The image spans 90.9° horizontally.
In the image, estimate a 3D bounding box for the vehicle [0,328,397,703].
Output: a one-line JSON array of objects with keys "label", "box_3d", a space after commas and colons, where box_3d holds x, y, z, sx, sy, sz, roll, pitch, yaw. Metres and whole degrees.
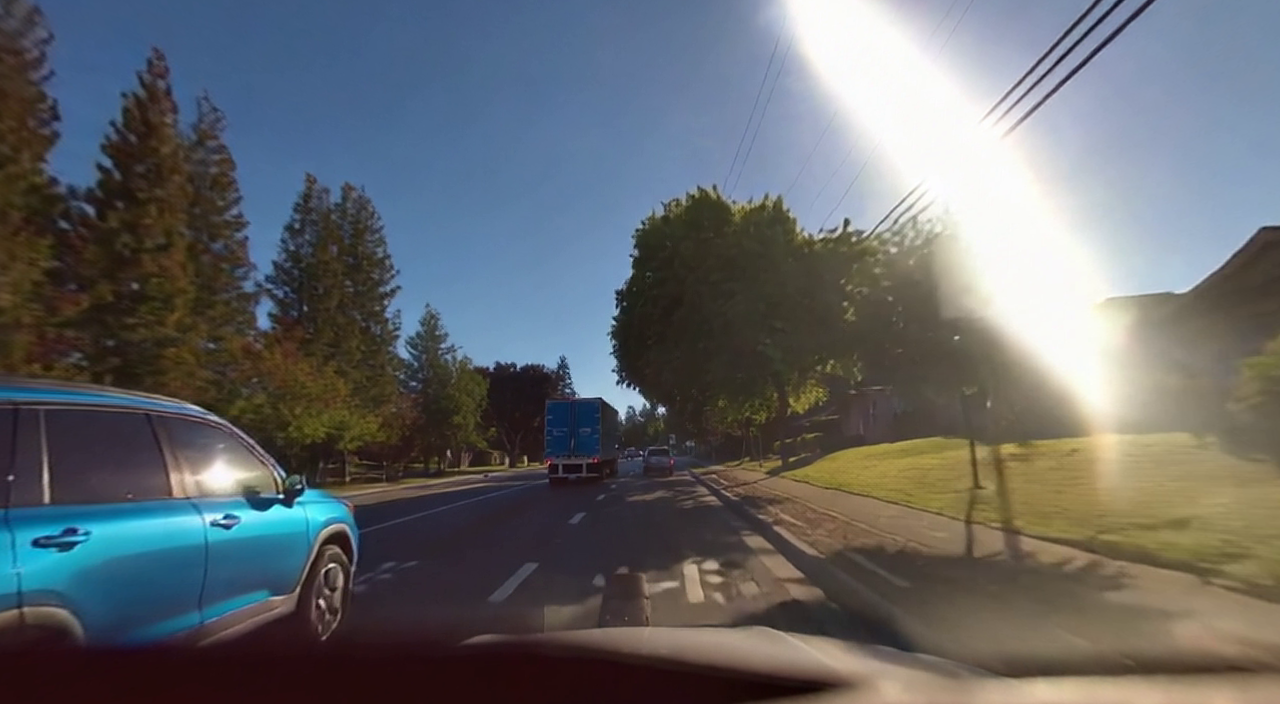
[{"label": "vehicle", "box_3d": [-3.243, 1.006, 3.225, 2.093, 1.832, 4.508, 0, -9, 1]}]

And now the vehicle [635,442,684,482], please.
[{"label": "vehicle", "box_3d": [0.887, 5.196, 29.928, 2.174, 1.749, 4.113, 0, -9, 1]}]

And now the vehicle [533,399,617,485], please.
[{"label": "vehicle", "box_3d": [-2.957, 4.566, 31.633, 2.928, 3.658, 8.980, 0, -9, 2]}]
